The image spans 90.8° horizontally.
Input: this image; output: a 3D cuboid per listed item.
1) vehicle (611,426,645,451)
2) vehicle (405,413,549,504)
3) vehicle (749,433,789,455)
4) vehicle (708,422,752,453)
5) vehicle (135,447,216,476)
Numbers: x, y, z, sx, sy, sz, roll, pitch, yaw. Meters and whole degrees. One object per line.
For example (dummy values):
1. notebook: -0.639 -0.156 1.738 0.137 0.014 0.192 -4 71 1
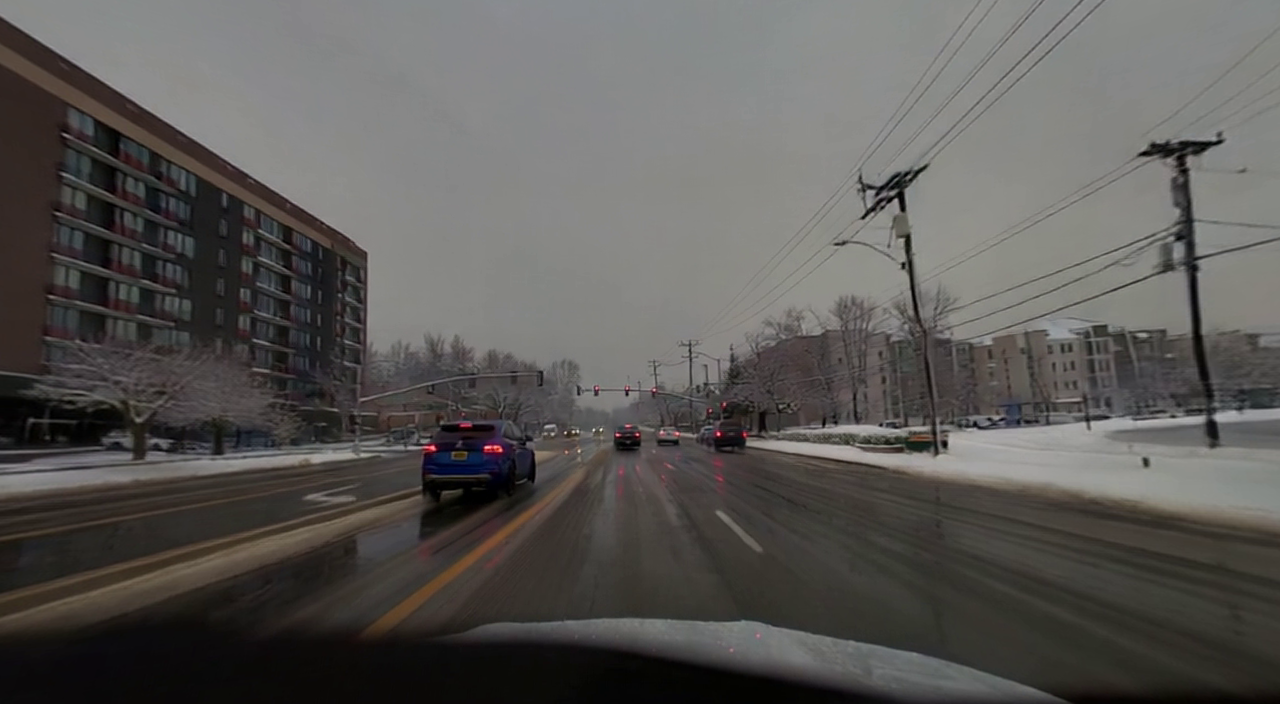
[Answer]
1. vehicle: -0.906 6.153 44.717 2.302 1.681 4.217 0 -8 -2
2. vehicle: -3.501 2.409 14.611 2.136 1.779 4.417 0 -8 0
3. vehicle: 8.780 6.306 43.307 1.897 1.390 4.391 0 -8 1
4. vehicle: 6.074 5.864 43.211 2.130 1.979 5.310 0 -8 -1
5. vehicle: -28.583 6.711 39.078 1.918 1.635 4.532 1 -8 -7
